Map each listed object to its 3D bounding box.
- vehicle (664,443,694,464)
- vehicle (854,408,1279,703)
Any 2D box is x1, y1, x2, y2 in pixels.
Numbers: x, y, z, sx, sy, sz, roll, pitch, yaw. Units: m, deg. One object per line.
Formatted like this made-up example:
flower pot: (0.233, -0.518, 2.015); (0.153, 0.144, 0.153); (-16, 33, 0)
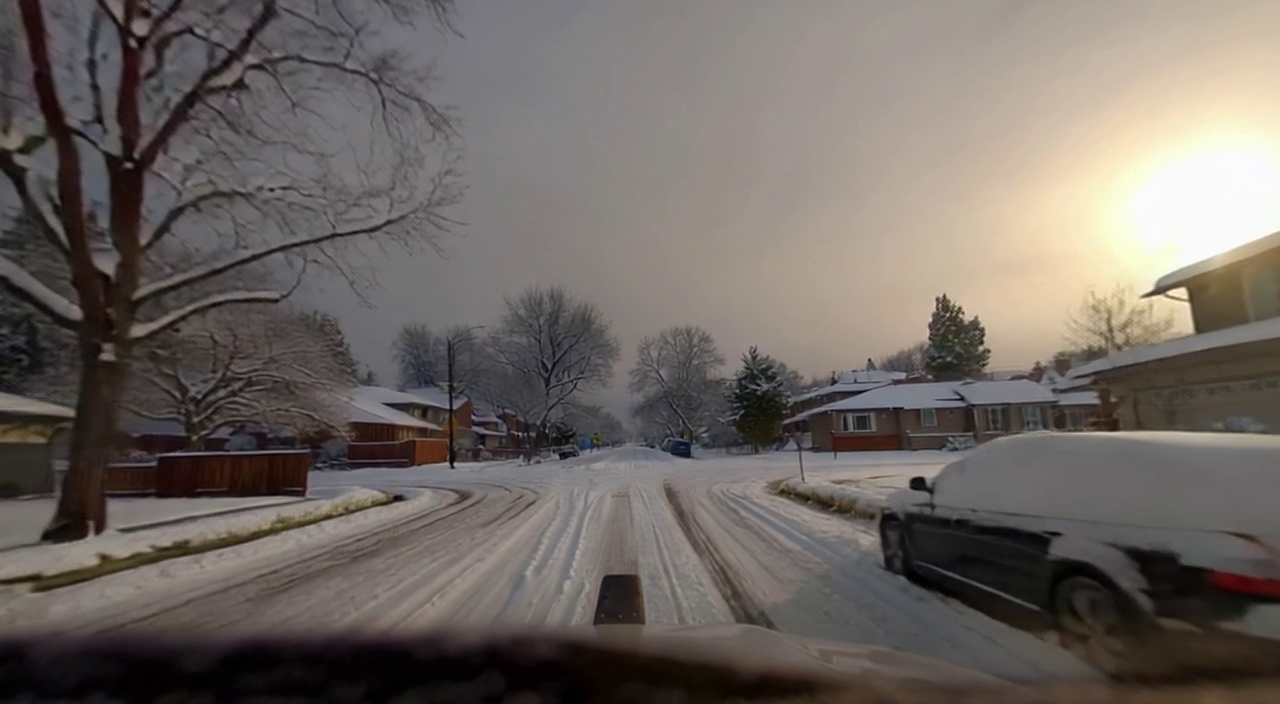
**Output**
vehicle: (2.937, 7.819, 48.758); (1.881, 1.487, 4.183); (0, -8, -2)
vehicle: (3.255, 1.230, 4.231); (1.986, 1.476, 4.306); (0, -8, -2)
